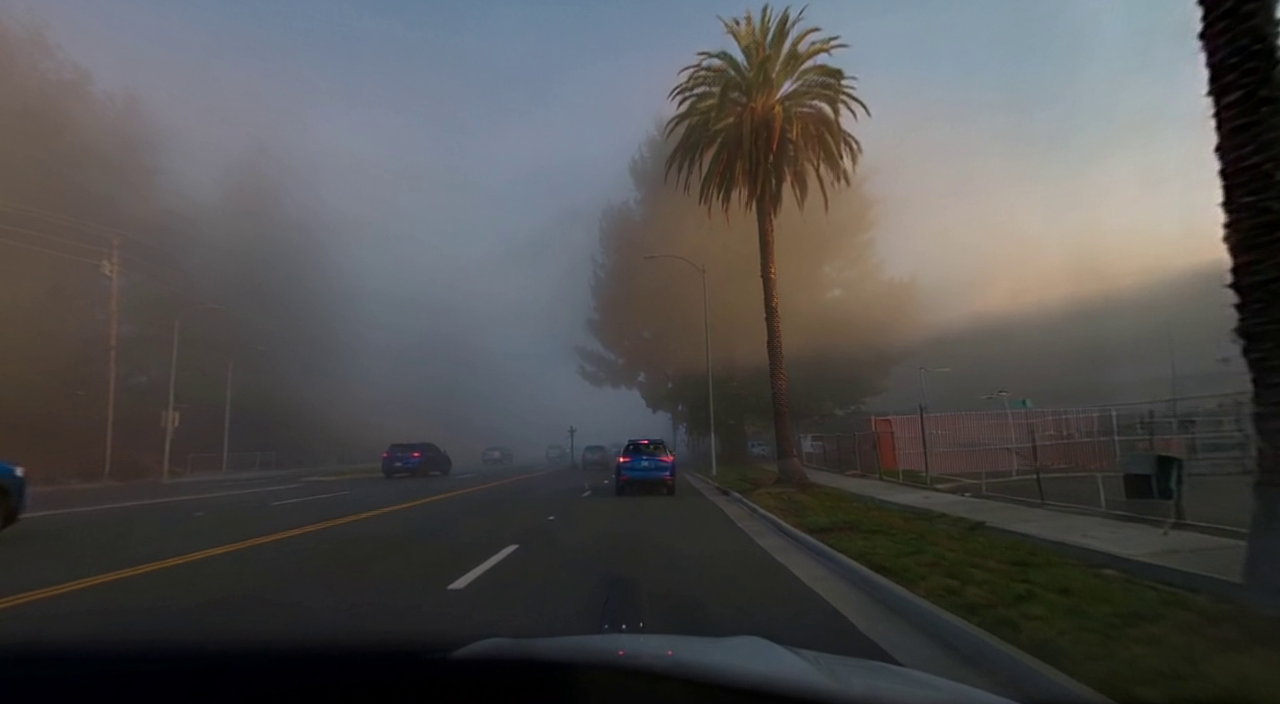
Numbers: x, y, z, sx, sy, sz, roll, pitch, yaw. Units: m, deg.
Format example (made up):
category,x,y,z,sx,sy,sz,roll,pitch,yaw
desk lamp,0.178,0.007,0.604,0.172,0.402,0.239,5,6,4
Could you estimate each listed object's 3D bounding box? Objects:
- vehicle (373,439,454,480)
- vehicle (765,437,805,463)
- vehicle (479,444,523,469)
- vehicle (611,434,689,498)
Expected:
category,x,y,z,sx,sy,sz,roll,pitch,yaw
vehicle,-10.221,4.869,28.726,1.965,1.743,4.327,0,-9,2
vehicle,8.620,5.755,37.039,1.837,1.416,3.947,-3,-9,19
vehicle,-10.101,7.613,46.024,1.998,1.731,4.952,0,-9,2
vehicle,0.323,3.374,18.968,2.121,1.710,3.893,0,-9,2
